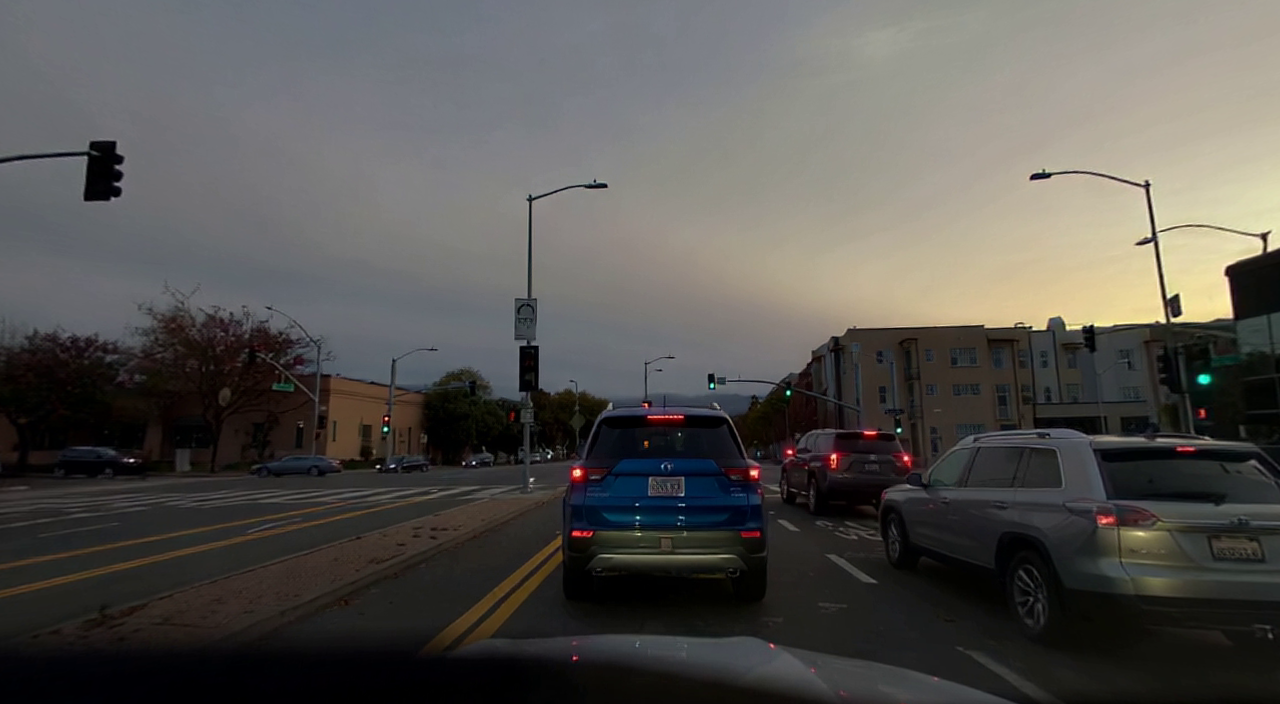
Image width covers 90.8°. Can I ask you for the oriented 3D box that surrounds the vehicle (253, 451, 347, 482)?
[{"bbox_3d":[-22.134,7.423,41.202,5.156,1.849,2.044,5,-10,-31],"label":"vehicle"}]

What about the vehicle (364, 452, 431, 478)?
[{"bbox_3d":[-17.641,8.204,46.253,2.089,1.739,4.744,-2,-9,15],"label":"vehicle"}]

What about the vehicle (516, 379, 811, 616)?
[{"bbox_3d":[0.225,1.461,7.216,2.292,1.840,4.394,0,-9,1],"label":"vehicle"}]

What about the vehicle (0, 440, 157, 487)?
[{"bbox_3d":[-24.580,4.836,27.550,5.062,1.946,2.243,0,-9,-1],"label":"vehicle"}]

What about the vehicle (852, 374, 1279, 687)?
[{"bbox_3d":[3.597,1.289,5.659,2.018,1.701,4.288,0,-9,2],"label":"vehicle"}]
